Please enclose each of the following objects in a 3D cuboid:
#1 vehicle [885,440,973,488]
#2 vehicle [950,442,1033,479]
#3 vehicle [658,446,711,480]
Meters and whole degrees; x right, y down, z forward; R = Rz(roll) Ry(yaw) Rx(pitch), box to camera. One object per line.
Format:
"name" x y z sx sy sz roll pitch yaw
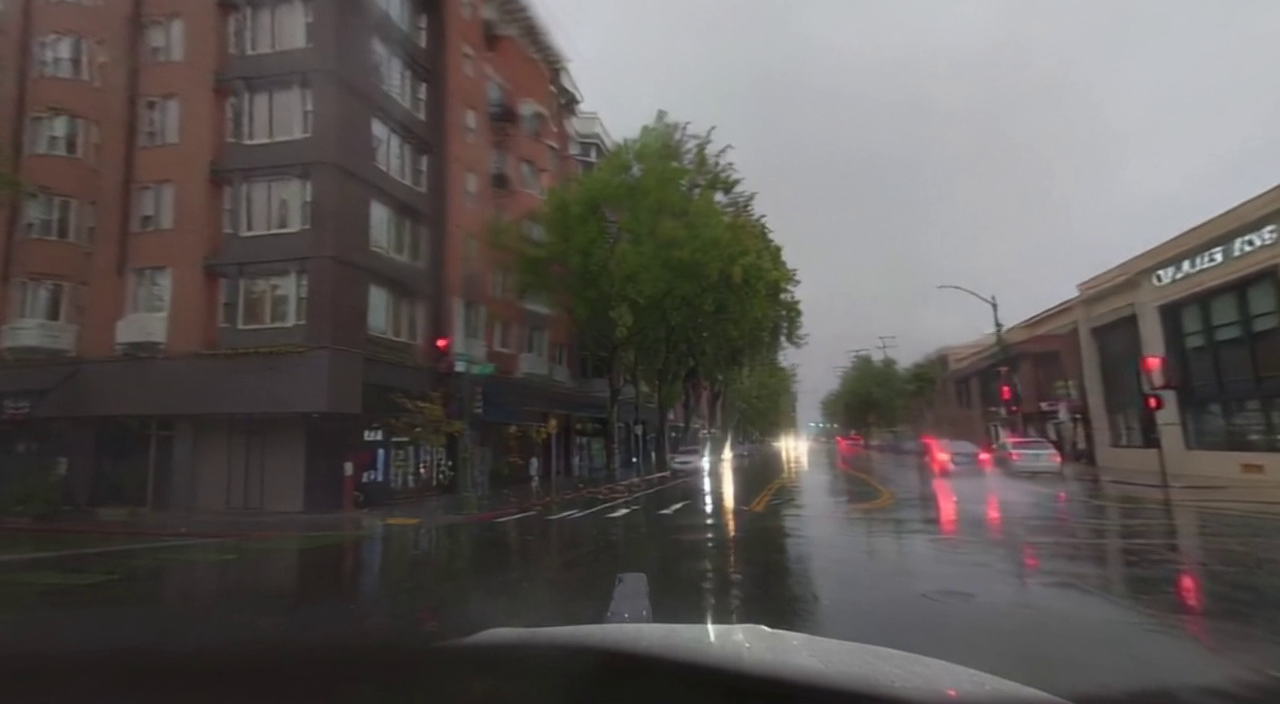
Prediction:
"vehicle" 9.916 3.829 21.952 2.014 1.474 4.090 -2 -9 14
"vehicle" 15.815 4.871 28.611 1.997 1.510 4.455 -2 -9 12
"vehicle" 2.436 5.802 33.380 2.127 1.533 4.547 0 -7 13
